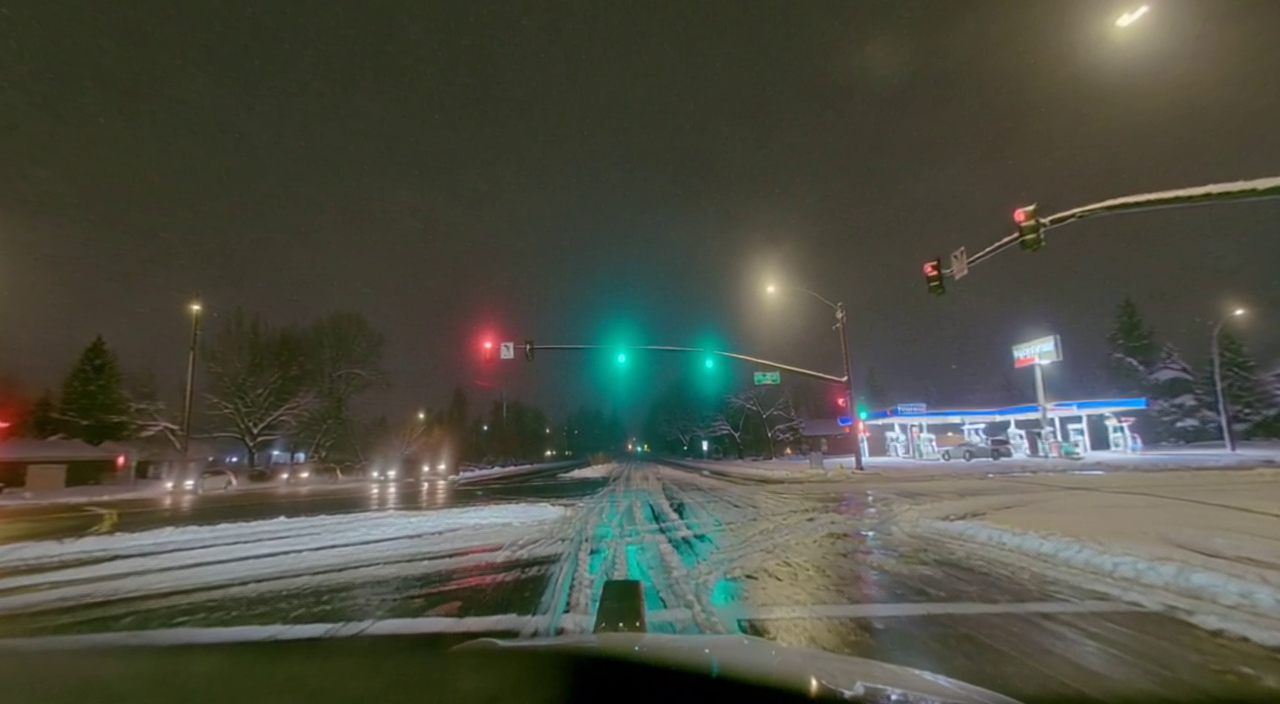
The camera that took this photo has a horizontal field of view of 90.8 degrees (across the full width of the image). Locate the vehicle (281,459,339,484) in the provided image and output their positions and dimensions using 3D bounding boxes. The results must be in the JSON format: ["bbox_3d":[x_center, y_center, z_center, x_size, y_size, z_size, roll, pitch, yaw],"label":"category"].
[{"bbox_3d":[-24.813,9.004,47.720,2.098,1.684,4.388,0,-9,-2],"label":"vehicle"}]

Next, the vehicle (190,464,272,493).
[{"bbox_3d":[-24.684,7.620,38.336,1.895,1.483,4.790,0,-9,-2],"label":"vehicle"}]

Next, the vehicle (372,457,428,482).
[{"bbox_3d":[-15.337,7.491,40.624,1.920,1.434,4.328,0,-9,0],"label":"vehicle"}]
